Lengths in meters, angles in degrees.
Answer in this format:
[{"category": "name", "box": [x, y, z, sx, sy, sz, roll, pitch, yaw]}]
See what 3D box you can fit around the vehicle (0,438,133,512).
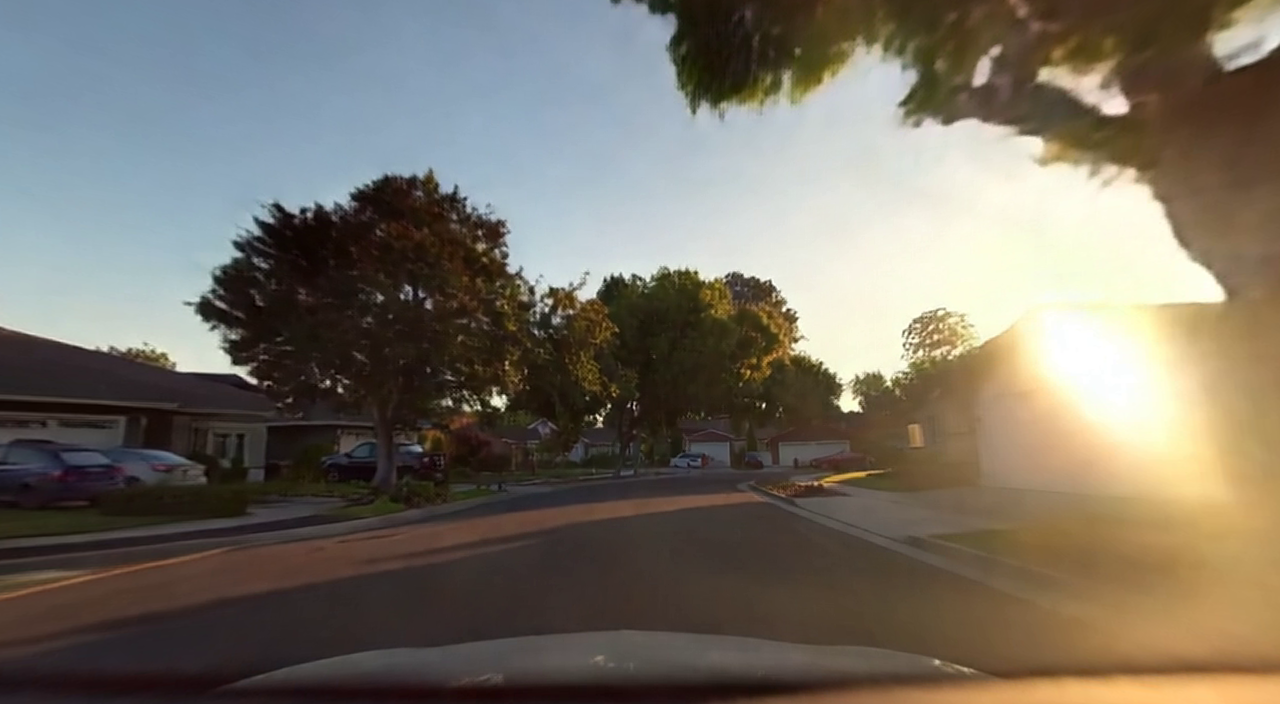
[{"category": "vehicle", "box": [-16.715, 3.209, 16.705, 4.581, 1.811, 2.145, 1, -9, -3]}]
